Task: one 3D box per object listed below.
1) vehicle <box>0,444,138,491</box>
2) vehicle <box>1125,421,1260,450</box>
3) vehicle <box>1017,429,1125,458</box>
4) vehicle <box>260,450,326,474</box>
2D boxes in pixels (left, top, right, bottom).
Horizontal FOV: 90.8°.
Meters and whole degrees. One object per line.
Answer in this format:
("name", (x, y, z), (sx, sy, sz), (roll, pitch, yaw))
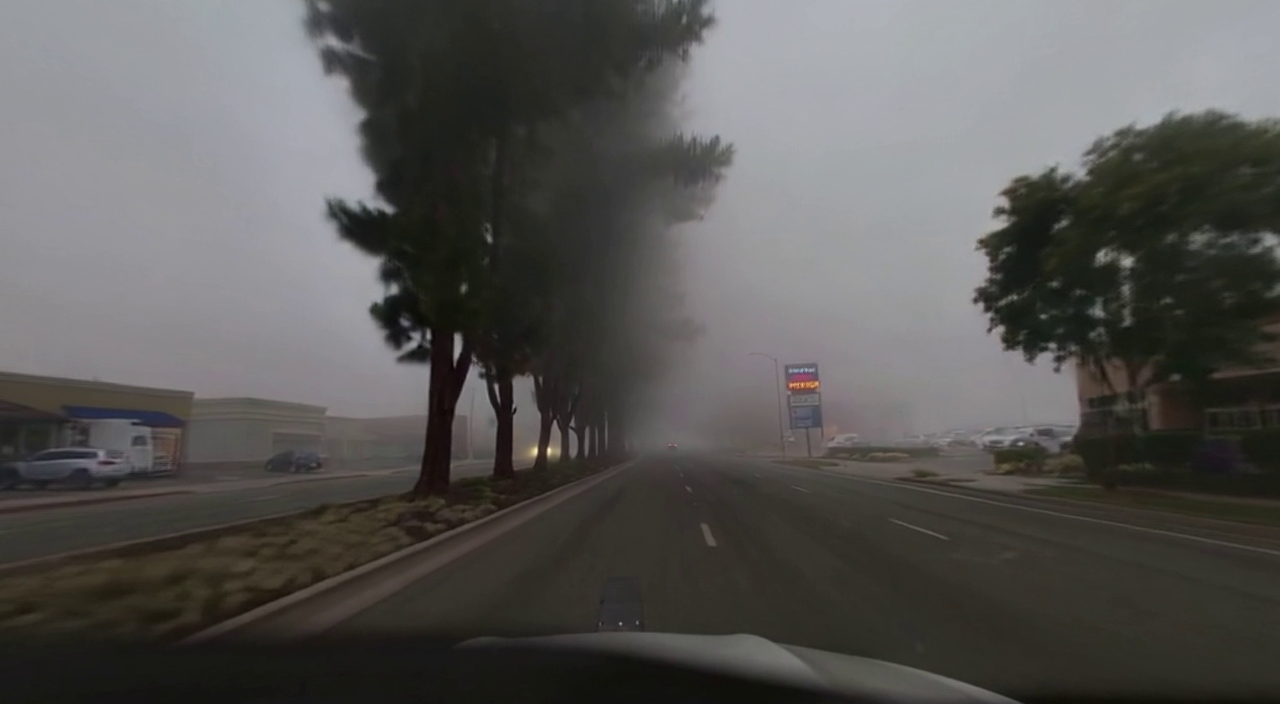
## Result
("vehicle", (-27.665, 5.388, 29.894), (2.139, 1.987, 5.536), (-5, -10, 32))
("vehicle", (34.984, 5.341, 40.201), (6.073, 1.758, 2.439), (-1, -9, 4))
("vehicle", (21.698, 4.635, 31.944), (4.095, 1.386, 1.784), (0, -8, 2))
("vehicle", (-24.139, 7.622, 43.896), (4.605, 1.509, 1.845), (-5, -10, 31))
